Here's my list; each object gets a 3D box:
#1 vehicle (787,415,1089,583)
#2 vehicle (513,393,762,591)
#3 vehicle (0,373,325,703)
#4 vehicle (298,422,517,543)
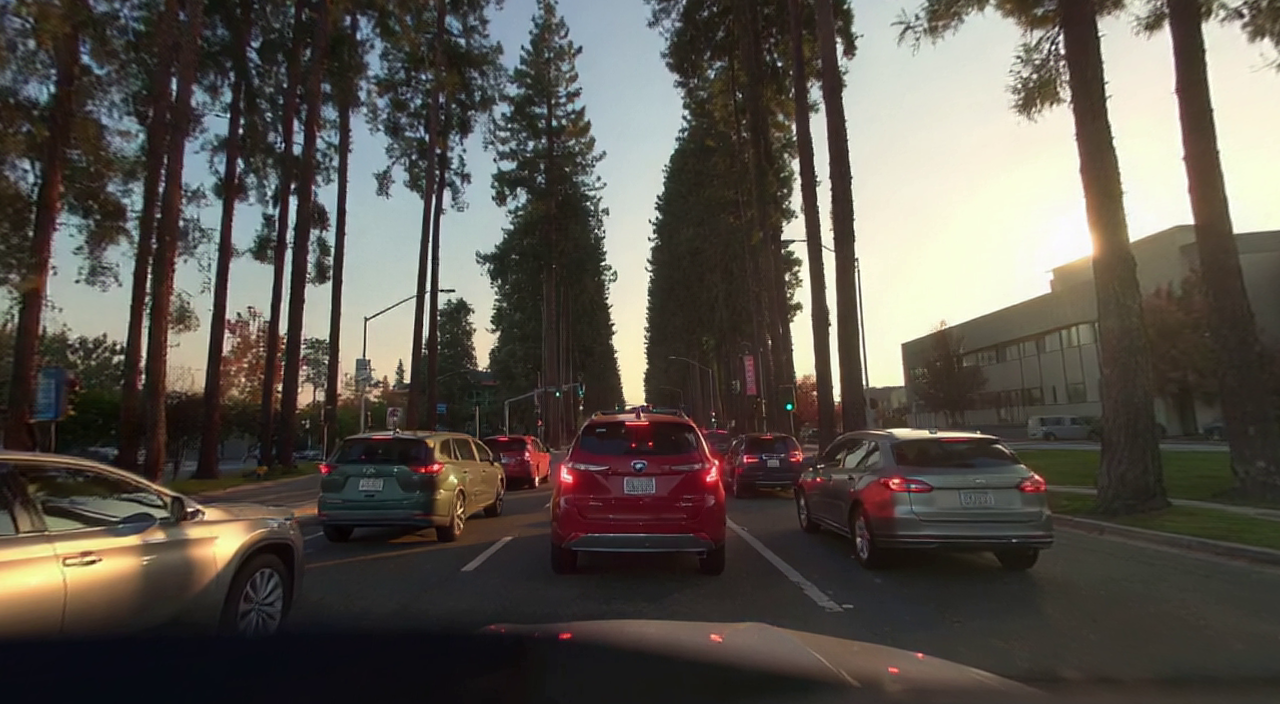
[{"bbox_3d":[3.271,1.671,7.883,1.922,1.579,3.642,0,-8,-1],"label":"vehicle"},{"bbox_3d":[0.006,1.540,7.677,2.193,1.744,4.033,0,-8,1],"label":"vehicle"},{"bbox_3d":[-3.776,0.999,3.309,1.929,1.641,4.193,0,-8,2],"label":"vehicle"},{"bbox_3d":[-3.641,2.121,10.911,2.042,1.641,4.314,0,-8,1],"label":"vehicle"}]
